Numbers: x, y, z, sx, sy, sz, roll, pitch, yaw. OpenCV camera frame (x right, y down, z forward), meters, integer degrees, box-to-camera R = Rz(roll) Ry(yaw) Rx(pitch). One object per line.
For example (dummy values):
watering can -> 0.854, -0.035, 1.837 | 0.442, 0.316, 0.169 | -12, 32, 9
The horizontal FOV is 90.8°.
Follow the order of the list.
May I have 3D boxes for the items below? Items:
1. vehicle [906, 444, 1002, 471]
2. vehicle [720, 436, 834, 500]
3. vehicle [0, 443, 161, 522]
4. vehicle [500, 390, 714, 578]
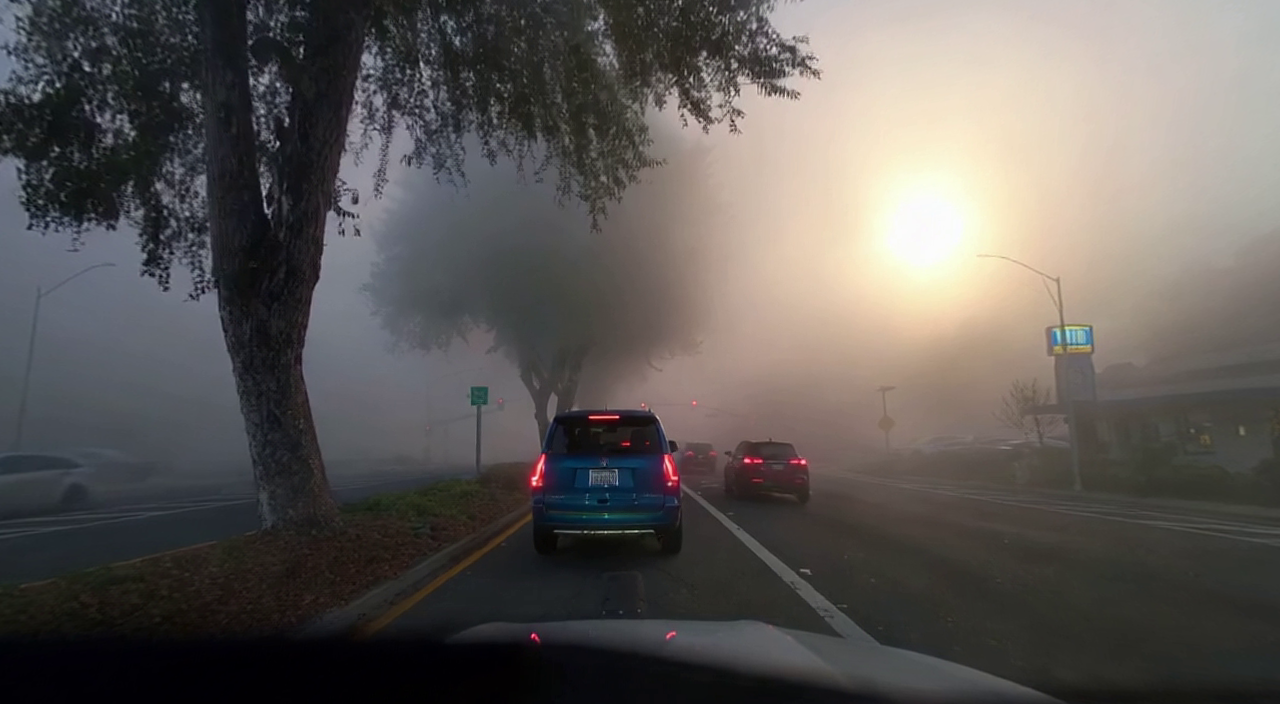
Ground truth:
vehicle -> 17.204, 5.781, 34.766 | 4.290, 1.427, 1.751 | 0, -9, 2
vehicle -> 3.660, 3.205, 17.947 | 2.098, 1.555, 4.778 | 0, -9, -1
vehicle -> -12.932, 2.688, 13.451 | 1.983, 1.460, 4.456 | 0, -9, 0
vehicle -> -0.300, 1.647, 8.624 | 2.096, 1.837, 4.687 | 0, -9, 1
